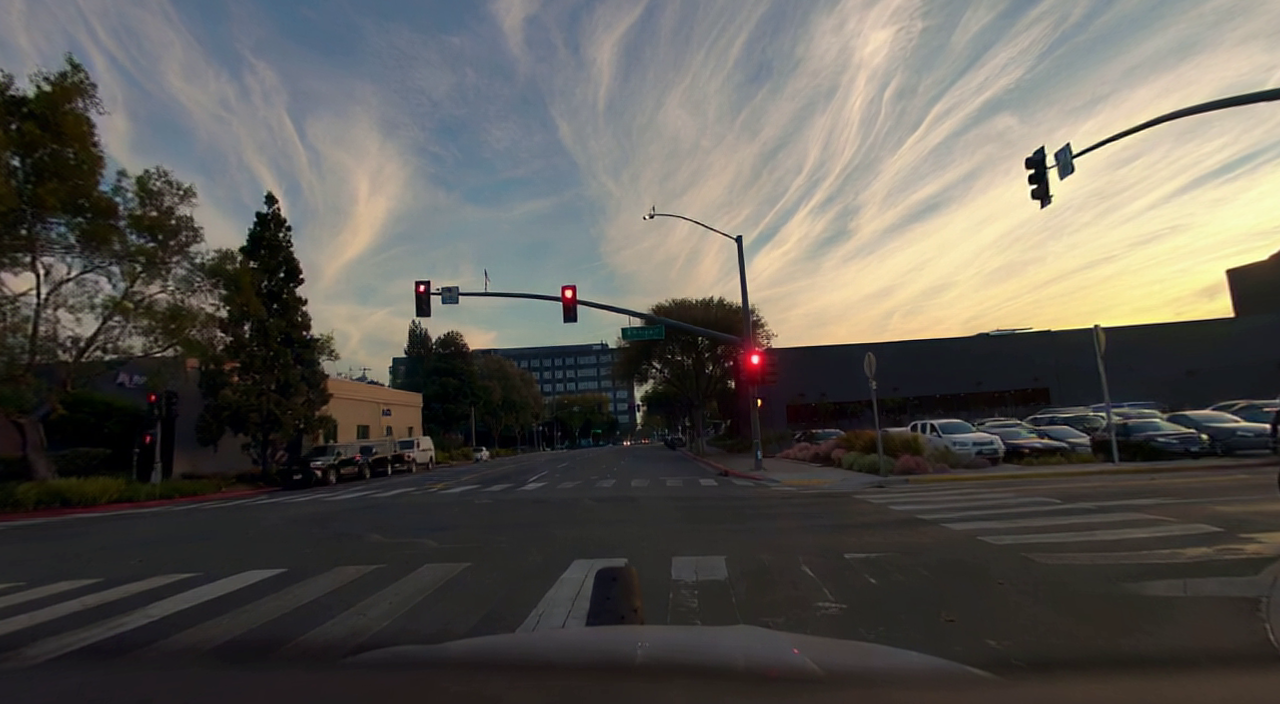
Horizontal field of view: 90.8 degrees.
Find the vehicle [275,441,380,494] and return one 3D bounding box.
[{"bbox_3d":[-13.728,5.063,28.149,2.251,1.957,4.968,-4,-9,-1],"label":"vehicle"}]

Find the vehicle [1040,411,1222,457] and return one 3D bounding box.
[{"bbox_3d":[16.926,2.906,22.099,4.560,1.453,1.851,-3,-9,18],"label":"vehicle"}]

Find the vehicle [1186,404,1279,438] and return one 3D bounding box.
[{"bbox_3d":[34.911,4.028,36.651,4.326,1.511,1.725,-8,-9,17],"label":"vehicle"}]

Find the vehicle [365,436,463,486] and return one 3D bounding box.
[{"bbox_3d":[-10.171,4.956,29.059,2.475,1.940,5.702,-3,-9,0],"label":"vehicle"}]

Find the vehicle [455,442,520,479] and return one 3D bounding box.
[{"bbox_3d":[-6.982,4.995,29.323,2.024,1.470,4.153,-3,-9,-1],"label":"vehicle"}]
